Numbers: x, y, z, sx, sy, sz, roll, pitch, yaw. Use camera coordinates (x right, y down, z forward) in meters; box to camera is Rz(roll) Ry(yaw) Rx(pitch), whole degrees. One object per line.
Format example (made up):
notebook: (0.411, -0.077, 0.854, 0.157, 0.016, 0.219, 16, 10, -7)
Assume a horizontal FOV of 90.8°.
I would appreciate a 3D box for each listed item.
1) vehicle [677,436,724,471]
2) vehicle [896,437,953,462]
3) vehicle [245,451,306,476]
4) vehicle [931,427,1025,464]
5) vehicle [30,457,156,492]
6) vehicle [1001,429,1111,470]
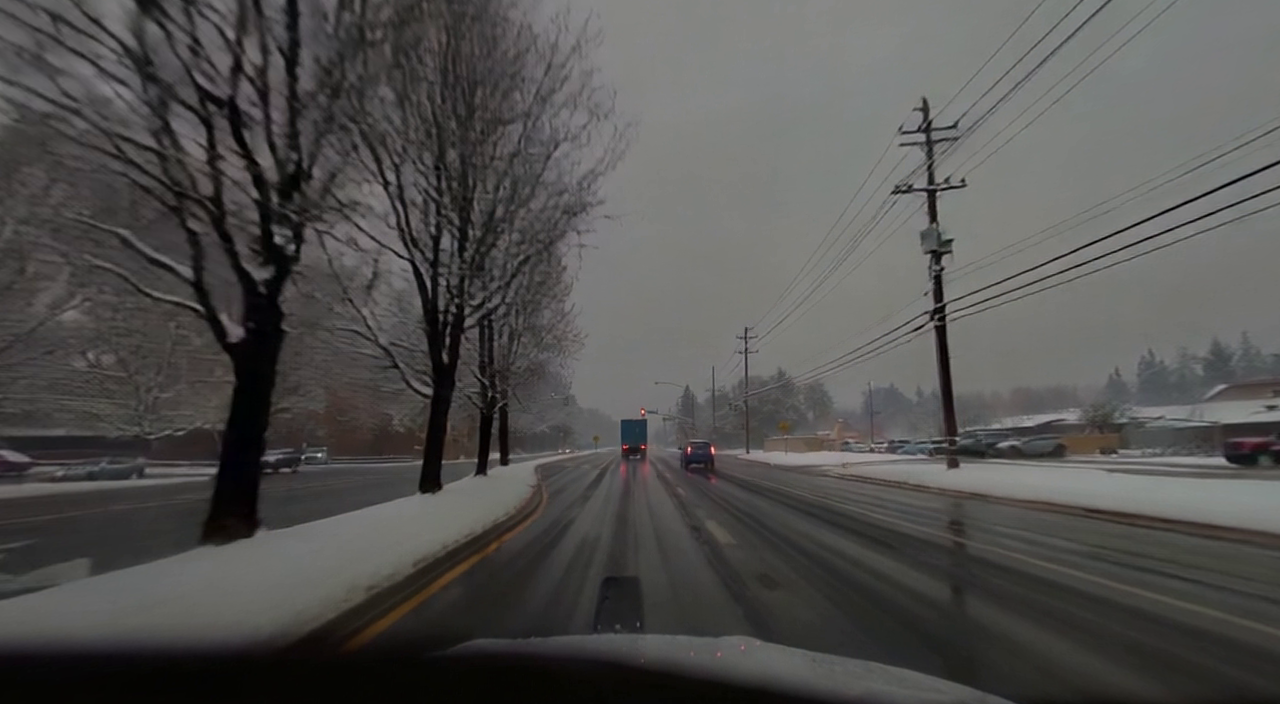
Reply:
vehicle: (3.329, 5.708, 35.734, 2.086, 1.803, 4.607, 0, -8, -1)
vehicle: (20.584, 7.057, 45.908, 1.917, 1.682, 4.575, 0, -8, 0)
vehicle: (-26.318, 8.030, 45.765, 2.188, 1.669, 4.546, 1, -9, -8)
vehicle: (20.585, 5.774, 38.869, 2.529, 2.086, 5.902, 0, -9, 1)
vehicle: (-26.114, 5.832, 30.439, 1.883, 1.482, 4.779, 0, -8, -2)
vehicle: (20.533, 4.850, 31.538, 1.993, 1.854, 5.008, 0, -8, -1)
